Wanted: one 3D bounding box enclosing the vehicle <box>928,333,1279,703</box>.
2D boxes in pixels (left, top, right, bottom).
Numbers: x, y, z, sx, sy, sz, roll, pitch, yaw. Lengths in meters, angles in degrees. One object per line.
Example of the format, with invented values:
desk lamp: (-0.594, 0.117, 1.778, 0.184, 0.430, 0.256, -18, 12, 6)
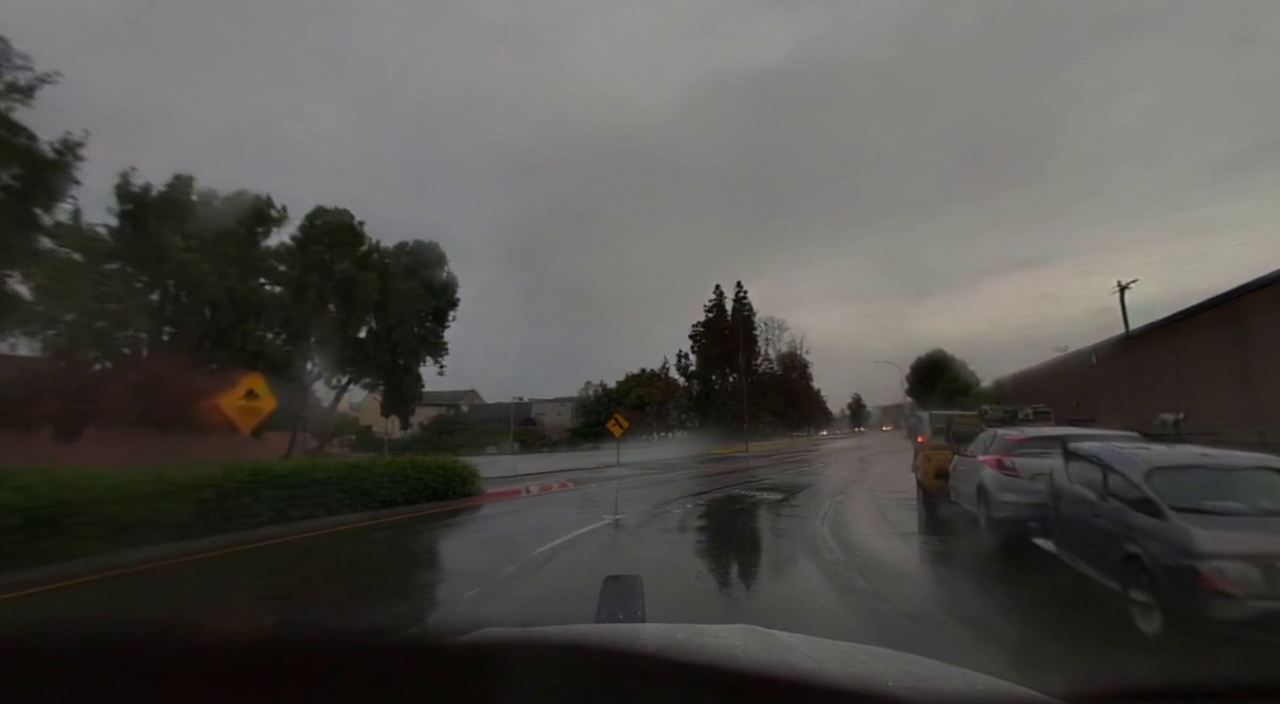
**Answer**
vehicle: (4.288, 1.147, 5.311, 2.168, 1.846, 4.794, -1, -8, 10)
